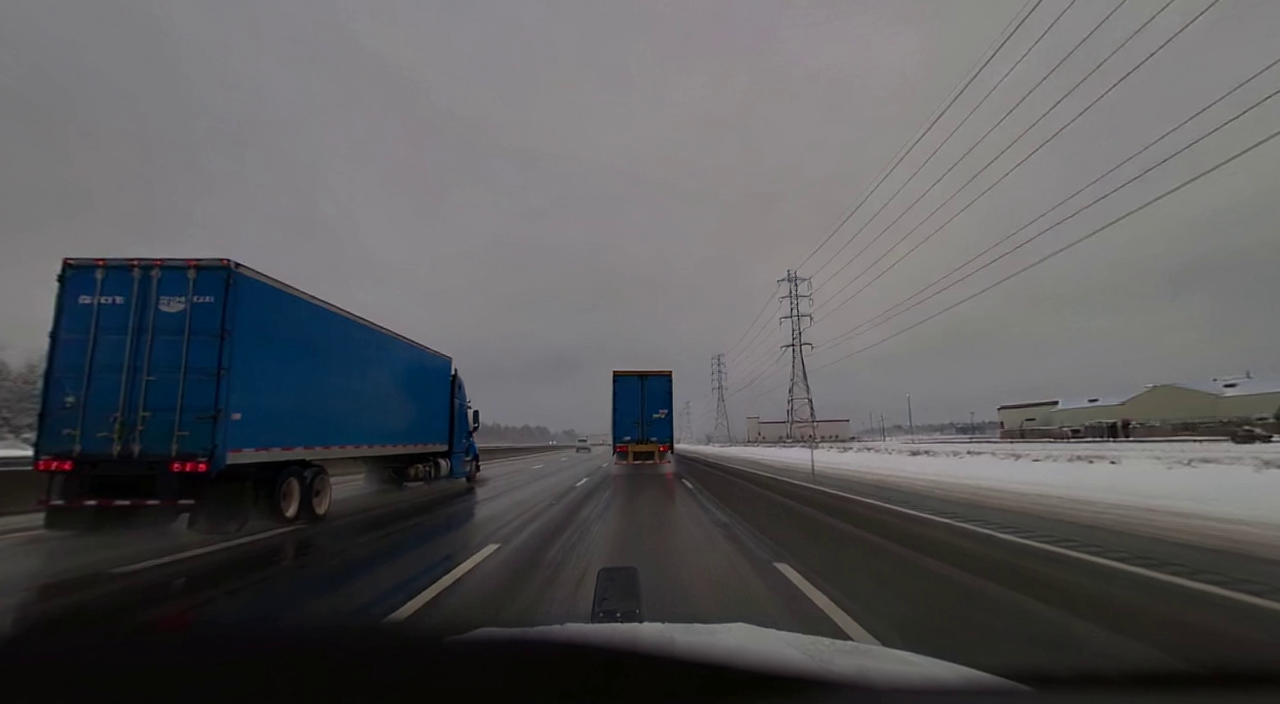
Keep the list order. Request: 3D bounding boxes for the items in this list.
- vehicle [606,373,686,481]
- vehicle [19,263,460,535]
[{"bbox_3d":[0.140,3.446,27.856,2.858,3.847,10.034,0,-9,-1],"label":"vehicle"},{"bbox_3d":[-7.367,1.446,14.811,2.937,3.981,11.119,-1,-9,0],"label":"vehicle"}]
